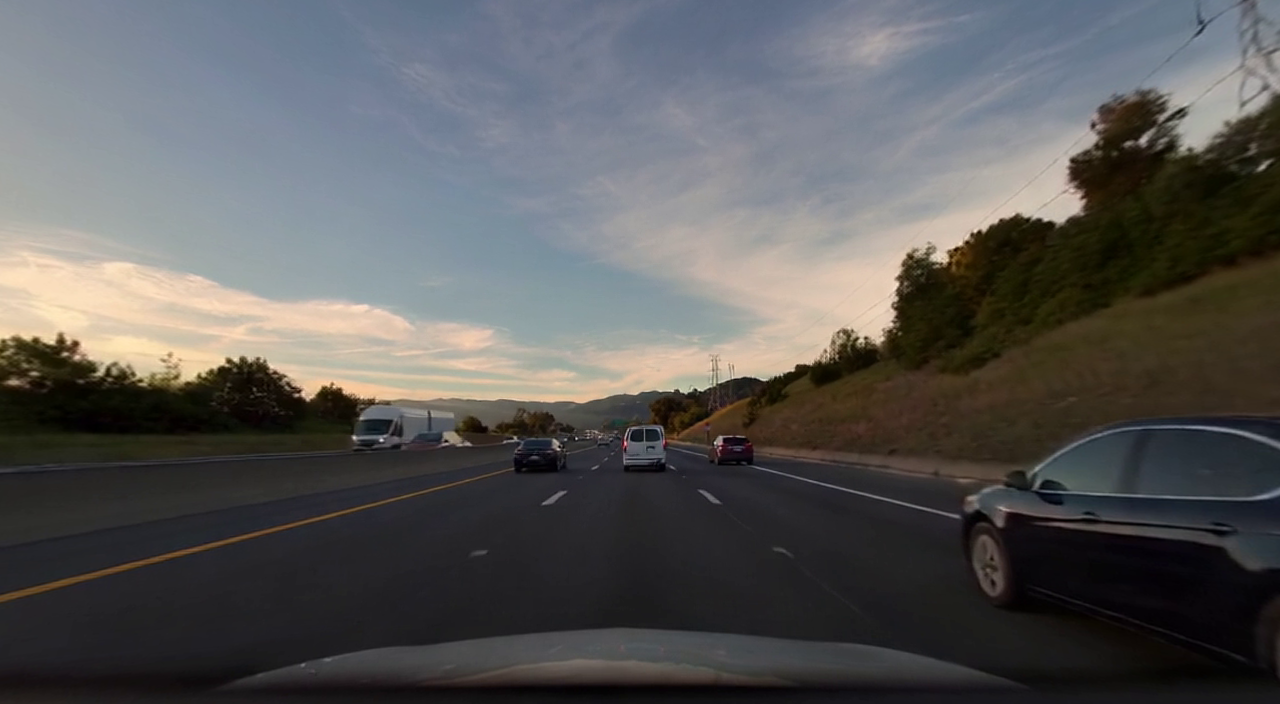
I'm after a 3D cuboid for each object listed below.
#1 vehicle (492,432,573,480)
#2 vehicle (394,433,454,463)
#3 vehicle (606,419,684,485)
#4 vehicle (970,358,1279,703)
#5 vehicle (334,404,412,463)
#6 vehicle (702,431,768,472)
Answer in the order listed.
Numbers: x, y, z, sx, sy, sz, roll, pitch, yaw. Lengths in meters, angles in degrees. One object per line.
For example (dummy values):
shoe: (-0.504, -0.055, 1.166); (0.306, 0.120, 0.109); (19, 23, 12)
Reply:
vehicle: (-3.697, 3.639, 22.583); (2.093, 1.517, 4.648); (0, -7, 0)
vehicle: (-12.008, 5.340, 35.401); (1.885, 1.554, 4.280); (0, -7, -1)
vehicle: (0.101, 3.074, 19.692); (2.159, 1.811, 4.238); (0, -7, -1)
vehicle: (3.648, 0.910, 3.110); (2.038, 1.621, 3.622); (0, -7, 0)
vehicle: (-19.423, 5.977, 46.329); (3.109, 3.990, 5.971); (0, -8, -1)
vehicle: (3.890, 4.147, 26.706); (1.923, 1.562, 4.691); (0, -8, -2)
